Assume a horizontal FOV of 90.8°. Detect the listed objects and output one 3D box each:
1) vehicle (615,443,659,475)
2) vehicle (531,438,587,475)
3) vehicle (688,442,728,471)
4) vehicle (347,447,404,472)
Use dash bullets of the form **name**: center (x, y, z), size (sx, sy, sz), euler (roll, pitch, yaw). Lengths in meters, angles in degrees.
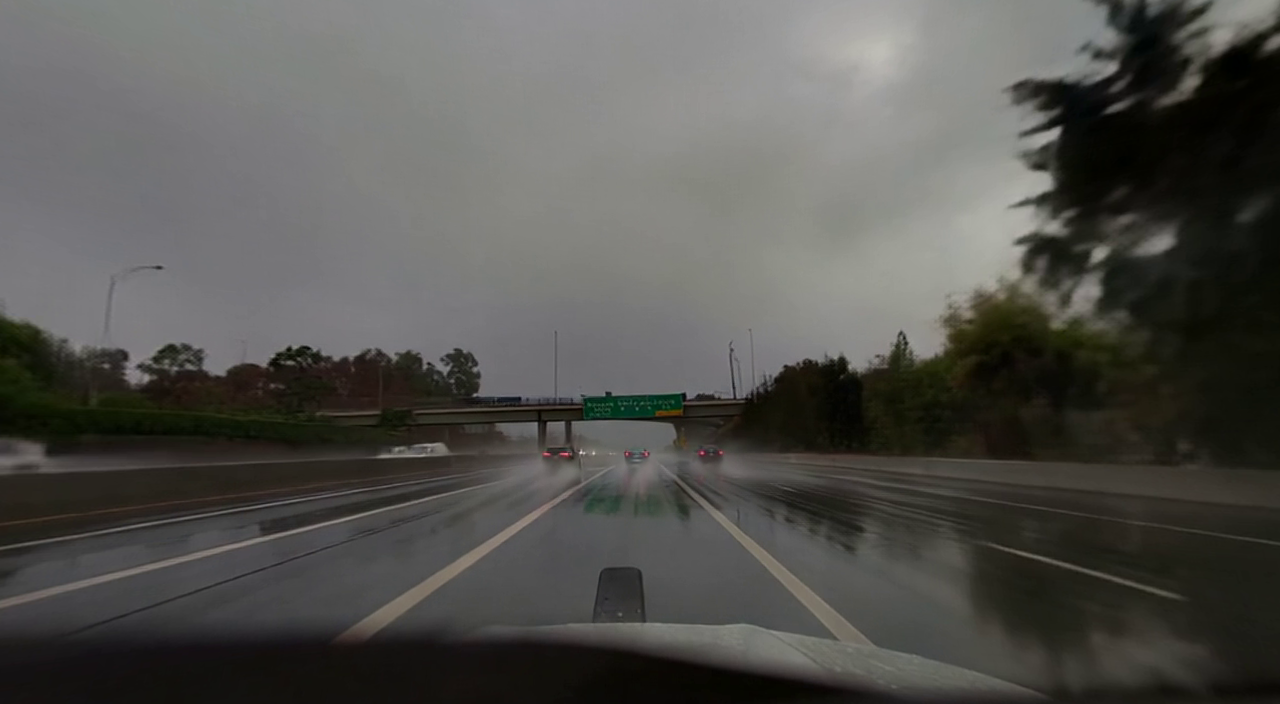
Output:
- **vehicle**: center (-0.127, 5.419, 32.256), size (2.075, 1.486, 4.007), euler (0, -9, 0)
- **vehicle**: center (-4.031, 5.286, 32.182), size (2.113, 1.756, 4.471), euler (0, -9, 2)
- **vehicle**: center (4.029, 6.226, 37.954), size (1.936, 1.625, 3.991), euler (0, -9, 0)
- **vehicle**: center (-16.447, 6.680, 39.493), size (1.841, 1.476, 3.867), euler (0, -9, 0)
